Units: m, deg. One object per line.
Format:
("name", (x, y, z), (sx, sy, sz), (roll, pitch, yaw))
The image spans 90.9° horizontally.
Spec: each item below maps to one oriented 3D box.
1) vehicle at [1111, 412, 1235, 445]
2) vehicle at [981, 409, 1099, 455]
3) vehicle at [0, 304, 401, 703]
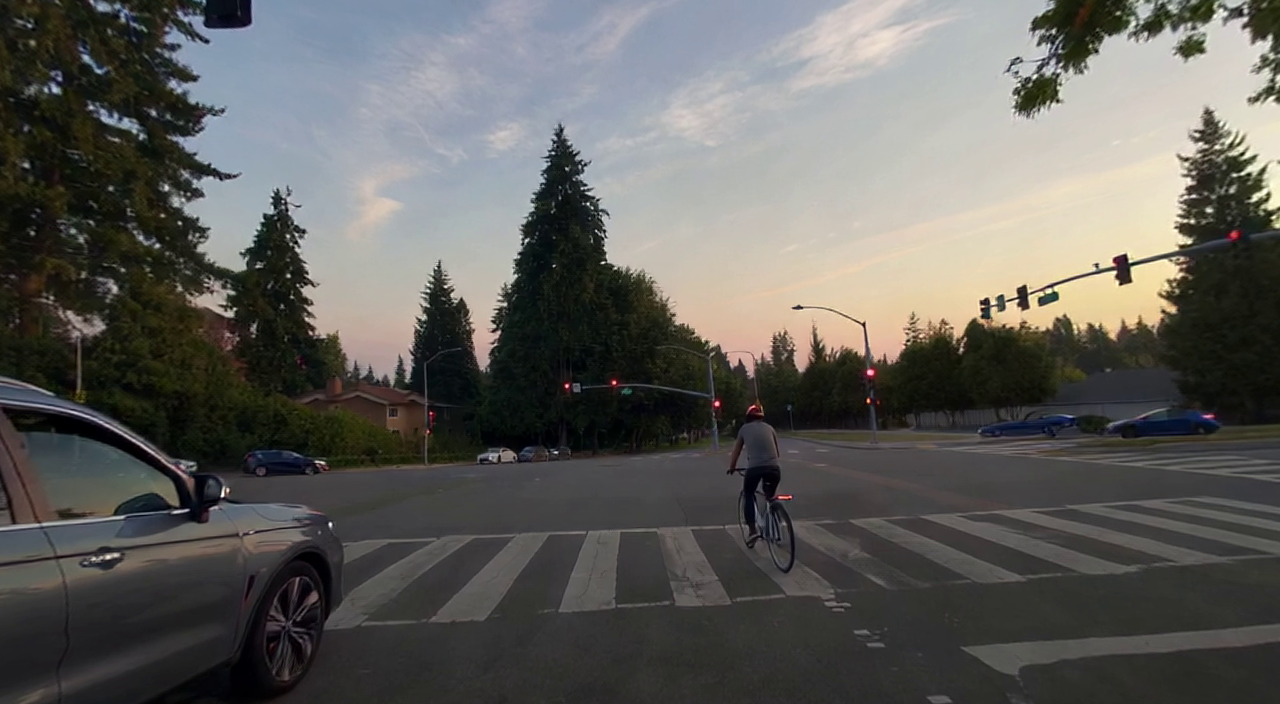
("vehicle", (25.748, 3.731, 30.495), (4.716, 1.507, 1.904), (2, -9, -11))
("vehicle", (18.578, 3.748, 29.376), (4.237, 1.948, 1.997), (0, -9, -9))
("vehicle", (-2.963, 0.862, 2.732), (2.049, 1.756, 4.602), (0, -8, 0))
